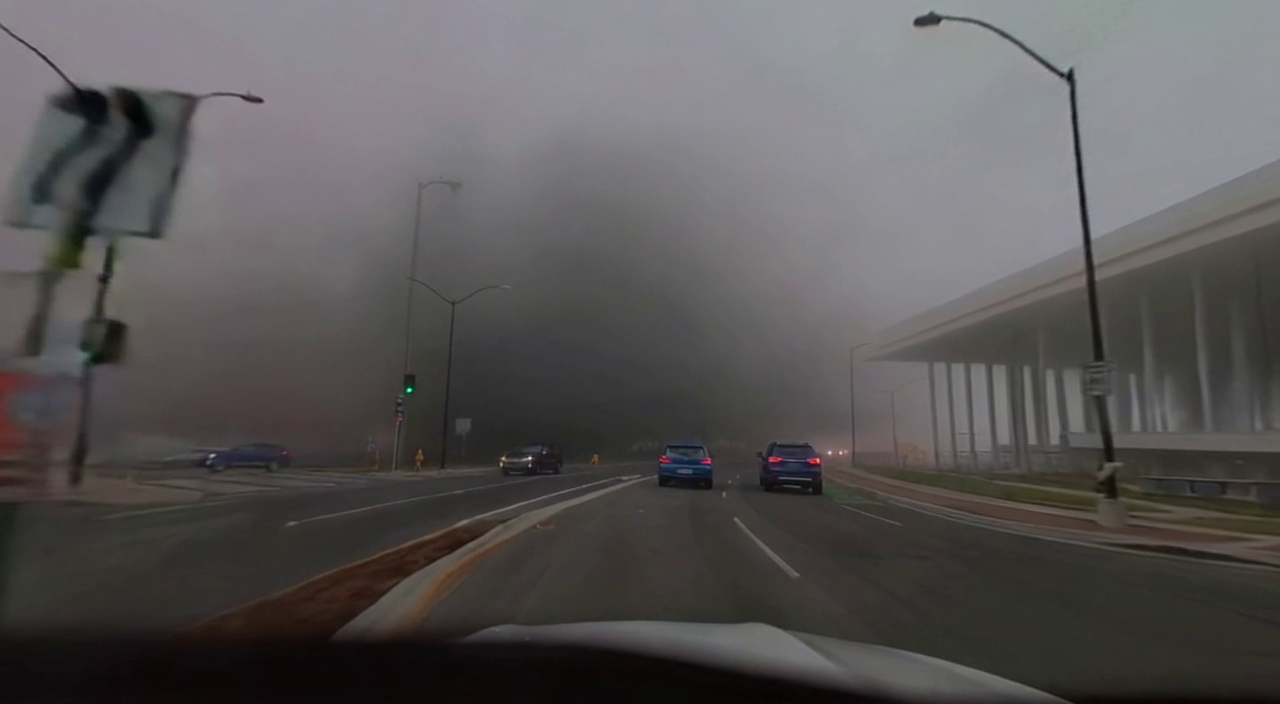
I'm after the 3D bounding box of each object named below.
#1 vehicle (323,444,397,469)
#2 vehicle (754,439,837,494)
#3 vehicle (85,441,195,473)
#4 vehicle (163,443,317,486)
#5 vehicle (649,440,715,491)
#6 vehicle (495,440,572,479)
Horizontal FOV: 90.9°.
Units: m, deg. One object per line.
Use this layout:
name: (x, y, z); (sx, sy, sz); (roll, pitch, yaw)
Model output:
vehicle: (-20.870, 7.808, 47.017); (4.648, 1.697, 1.979); (-3, -10, 13)
vehicle: (5.472, 4.091, 22.913); (2.320, 1.772, 4.872); (-1, -9, 7)
vehicle: (-29.875, 6.274, 37.823); (1.951, 1.743, 4.619); (-6, -10, 29)
vehicle: (-14.794, 4.179, 23.534); (4.351, 1.490, 2.012); (0, -9, -1)
vehicle: (1.612, 4.057, 22.754); (2.132, 1.632, 3.889); (-2, -9, 7)
vehicle: (-5.292, 5.446, 32.177); (2.254, 1.789, 4.736); (-2, -9, 12)
